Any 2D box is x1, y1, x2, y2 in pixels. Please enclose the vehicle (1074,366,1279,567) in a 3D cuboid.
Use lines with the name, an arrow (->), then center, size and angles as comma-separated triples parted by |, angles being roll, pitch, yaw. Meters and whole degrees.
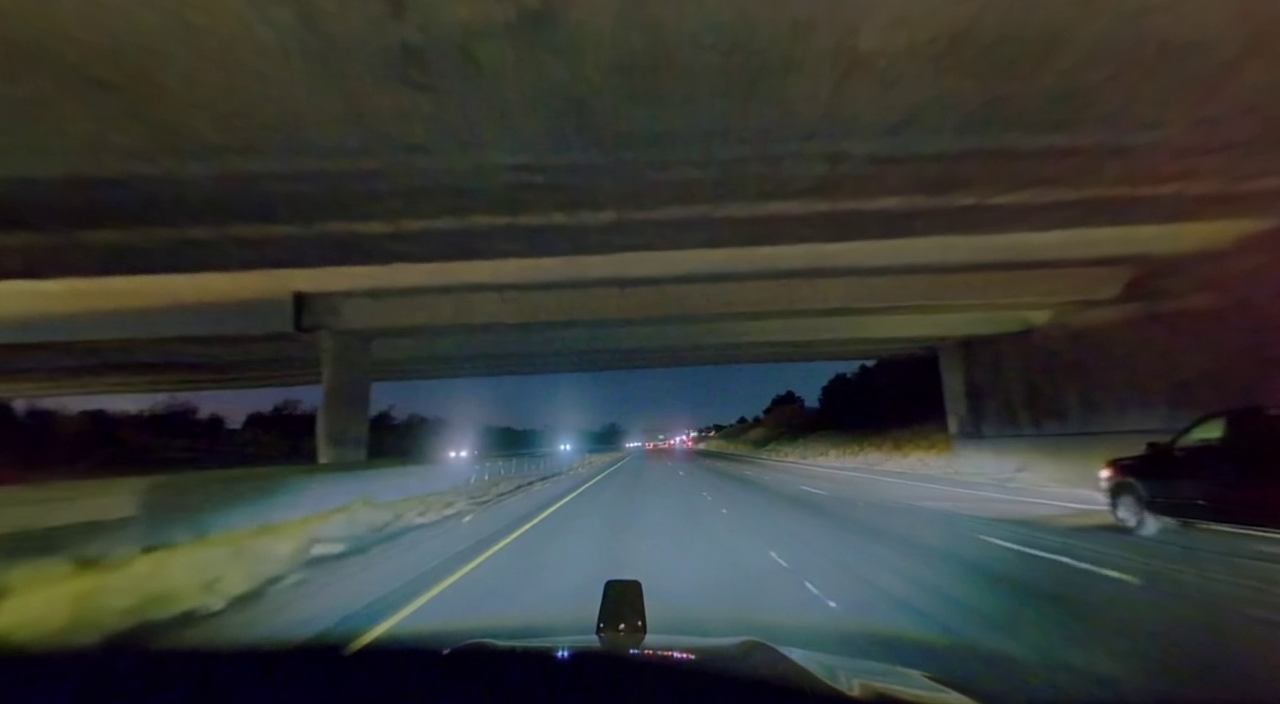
vehicle -> 7.729, 1.197, 6.601 | 2.362, 2.037, 5.409 | 0, -9, -1
